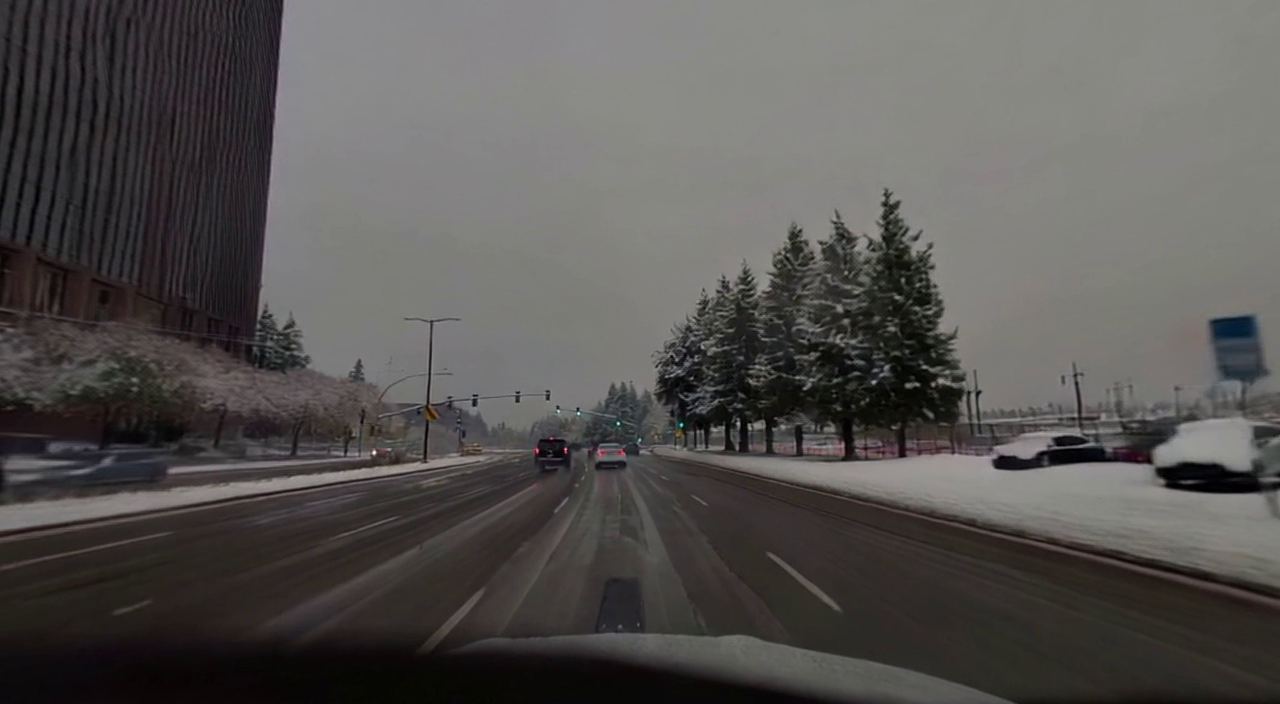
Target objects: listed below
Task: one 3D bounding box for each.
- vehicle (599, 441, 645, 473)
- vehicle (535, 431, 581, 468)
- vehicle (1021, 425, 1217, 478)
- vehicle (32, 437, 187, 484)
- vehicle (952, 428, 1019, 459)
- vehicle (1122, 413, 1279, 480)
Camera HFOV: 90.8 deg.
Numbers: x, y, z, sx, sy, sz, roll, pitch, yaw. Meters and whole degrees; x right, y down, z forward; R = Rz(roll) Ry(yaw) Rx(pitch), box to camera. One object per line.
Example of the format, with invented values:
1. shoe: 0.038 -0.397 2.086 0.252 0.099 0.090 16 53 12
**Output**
1. vehicle: -0.904 4.942 30.022 2.050 1.385 4.096 0 -8 -3
2. vehicle: -4.272 5.142 33.541 2.001 1.784 4.483 0 -8 -2
3. vehicle: 14.133 2.953 18.789 4.646 1.438 1.566 1 -8 -4
4. vehicle: -22.179 4.536 26.826 1.882 1.745 5.627 0 -8 -3
5. vehicle: 20.424 5.399 37.592 1.841 1.555 4.431 -4 -6 6
6. vehicle: 13.890 2.137 14.352 4.373 1.437 1.630 -1 -8 3
